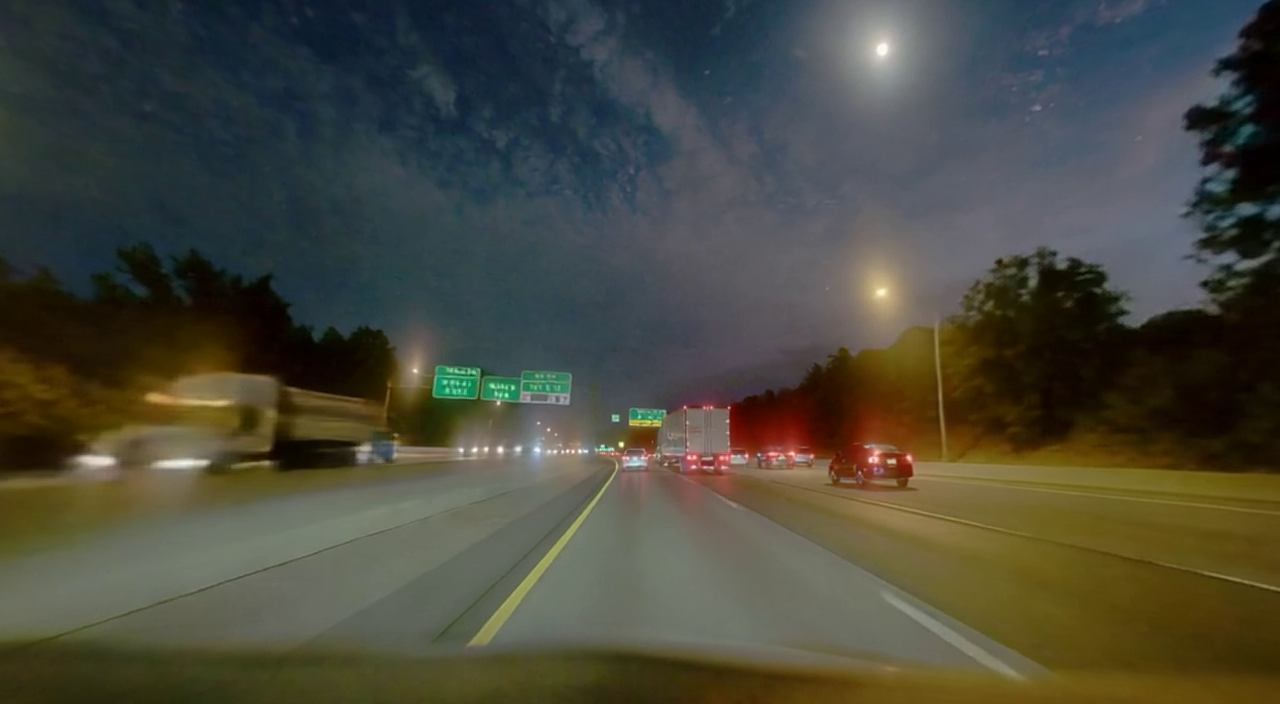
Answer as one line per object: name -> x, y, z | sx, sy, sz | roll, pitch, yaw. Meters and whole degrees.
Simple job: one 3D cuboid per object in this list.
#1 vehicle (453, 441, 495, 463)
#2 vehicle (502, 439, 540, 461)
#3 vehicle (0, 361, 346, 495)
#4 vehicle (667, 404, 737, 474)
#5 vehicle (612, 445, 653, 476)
vehicle -> -12.162, 7.357, 46.482 | 1.867, 1.499, 4.538 | 0, -9, -1
vehicle -> -8.194, 6.837, 43.867 | 1.877, 1.481, 4.062 | 0, -9, 0
vehicle -> -7.339, 1.381, 10.757 | 2.099, 1.725, 5.303 | 0, -9, 0
vehicle -> 3.830, 5.967, 42.504 | 2.931, 4.009, 12.800 | 0, -9, -2
vehicle -> -0.427, 5.949, 34.685 | 2.111, 1.599, 3.859 | 0, -9, -2
